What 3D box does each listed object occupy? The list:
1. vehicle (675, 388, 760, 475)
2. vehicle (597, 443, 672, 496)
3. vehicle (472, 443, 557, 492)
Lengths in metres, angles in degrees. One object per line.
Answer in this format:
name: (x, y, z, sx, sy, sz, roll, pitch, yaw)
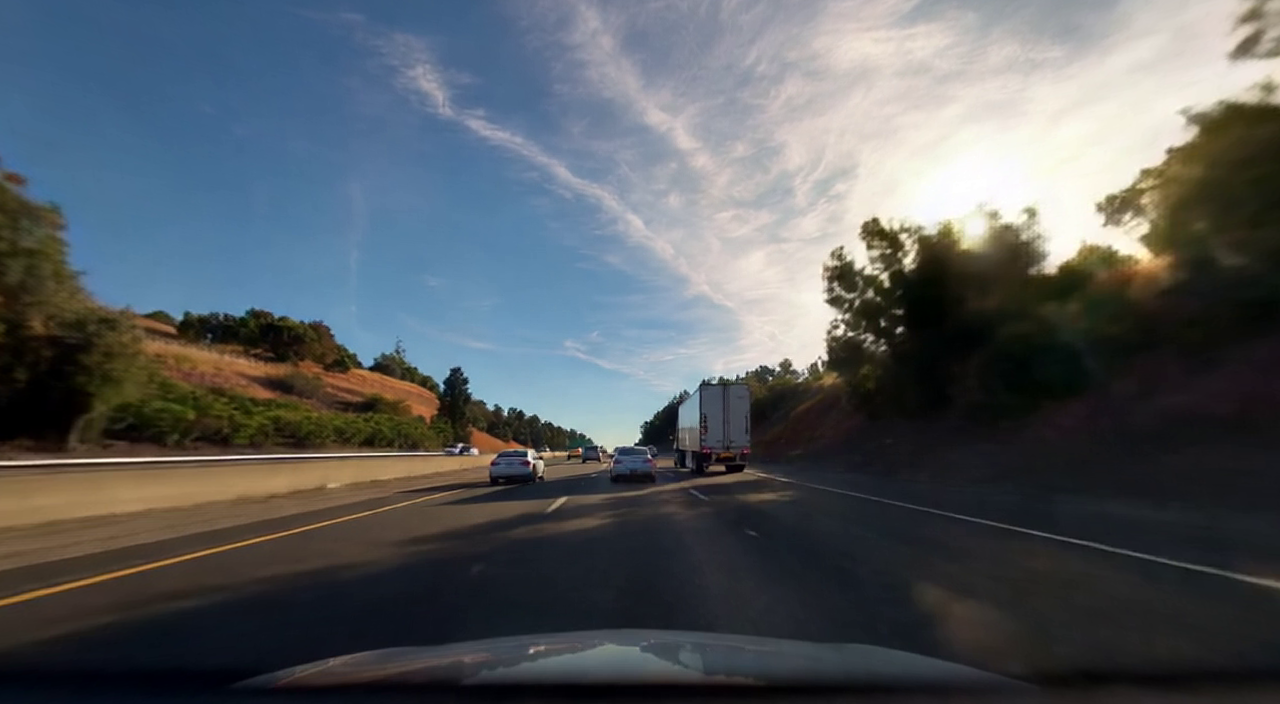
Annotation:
vehicle: (4.076, 4.851, 37.079, 2.905, 4.109, 14.332, 0, -9, -1)
vehicle: (-0.178, 3.509, 19.156, 2.023, 1.400, 4.028, 0, -9, -1)
vehicle: (-4.132, 3.896, 21.579, 2.017, 1.460, 4.382, 0, -9, 0)
